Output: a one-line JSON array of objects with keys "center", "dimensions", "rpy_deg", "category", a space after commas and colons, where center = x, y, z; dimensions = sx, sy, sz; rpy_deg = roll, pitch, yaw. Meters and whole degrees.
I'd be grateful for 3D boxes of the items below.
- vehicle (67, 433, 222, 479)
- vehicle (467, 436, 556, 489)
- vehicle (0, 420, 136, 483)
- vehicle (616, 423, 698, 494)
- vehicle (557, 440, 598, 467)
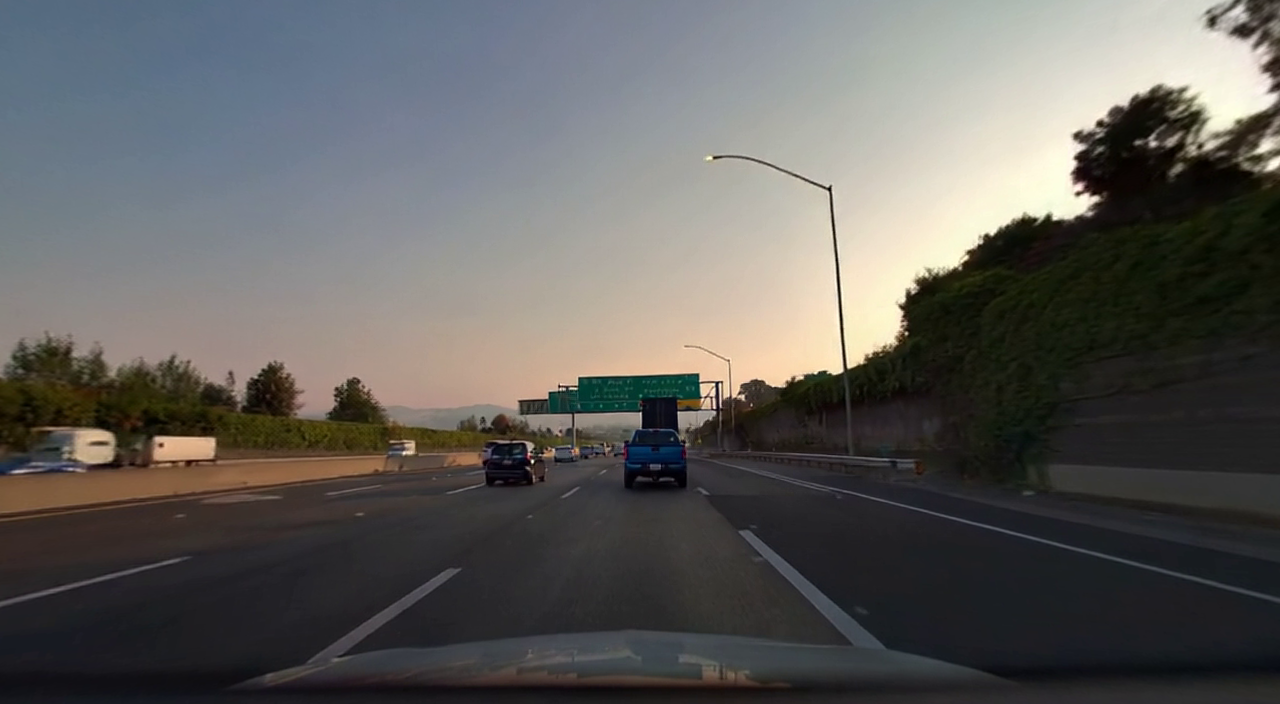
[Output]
[{"center": [-32.827, 6.925, 42.500], "dimensions": [2.712, 2.693, 9.373], "rpy_deg": [0, -9, 1], "category": "vehicle"}, {"center": [-4.225, 3.715, 21.562], "dimensions": [1.961, 1.591, 4.756], "rpy_deg": [0, -9, 1], "category": "vehicle"}, {"center": [-32.962, 5.659, 36.052], "dimensions": [2.876, 3.255, 6.192], "rpy_deg": [0, -9, 2], "category": "vehicle"}, {"center": [0.445, 3.071, 18.457], "dimensions": [2.083, 1.792, 4.782], "rpy_deg": [0, -9, 1], "category": "vehicle"}, {"center": [-3.836, 6.389, 39.718], "dimensions": [2.061, 1.584, 4.290], "rpy_deg": [0, -9, 1], "category": "vehicle"}]
